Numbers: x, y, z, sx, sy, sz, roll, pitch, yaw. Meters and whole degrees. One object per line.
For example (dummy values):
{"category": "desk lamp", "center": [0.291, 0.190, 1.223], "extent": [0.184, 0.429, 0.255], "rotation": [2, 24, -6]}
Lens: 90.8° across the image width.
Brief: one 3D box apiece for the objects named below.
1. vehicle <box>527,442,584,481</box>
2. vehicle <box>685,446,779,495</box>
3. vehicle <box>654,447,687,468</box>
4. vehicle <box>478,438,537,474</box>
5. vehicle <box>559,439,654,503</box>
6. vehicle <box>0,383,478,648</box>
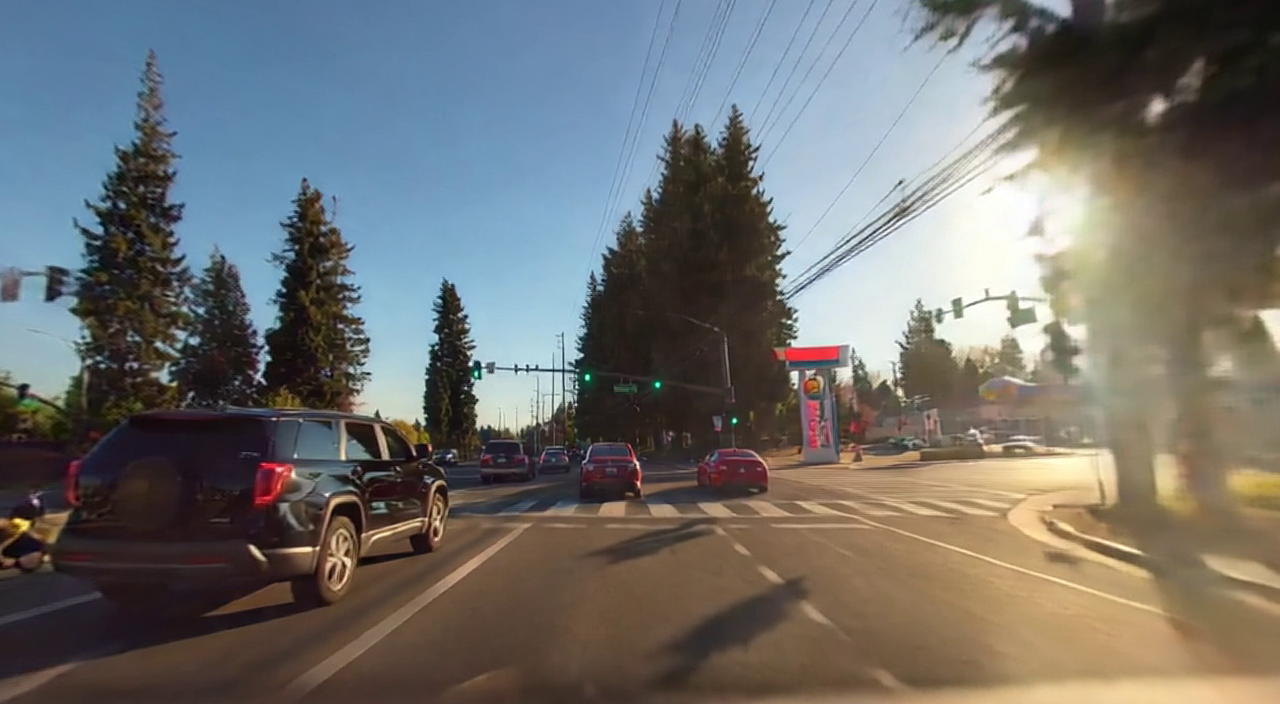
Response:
{"category": "vehicle", "center": [-3.633, 4.776, 27.833], "extent": [1.953, 1.530, 4.335], "rotation": [0, -9, -1]}
{"category": "vehicle", "center": [2.629, 3.515, 19.216], "extent": [2.065, 1.302, 4.416], "rotation": [0, -9, -2]}
{"category": "vehicle", "center": [2.155, 7.708, 46.262], "extent": [2.069, 1.464, 4.599], "rotation": [0, -9, -2]}
{"category": "vehicle", "center": [-7.701, 6.115, 37.317], "extent": [2.385, 1.918, 5.056], "rotation": [0, -9, 0]}
{"category": "vehicle", "center": [-0.837, 3.068, 16.725], "extent": [2.189, 1.437, 4.135], "rotation": [0, -9, -2]}
{"category": "vehicle", "center": [-3.159, 1.356, 6.289], "extent": [1.922, 1.642, 4.547], "rotation": [0, -9, 0]}
